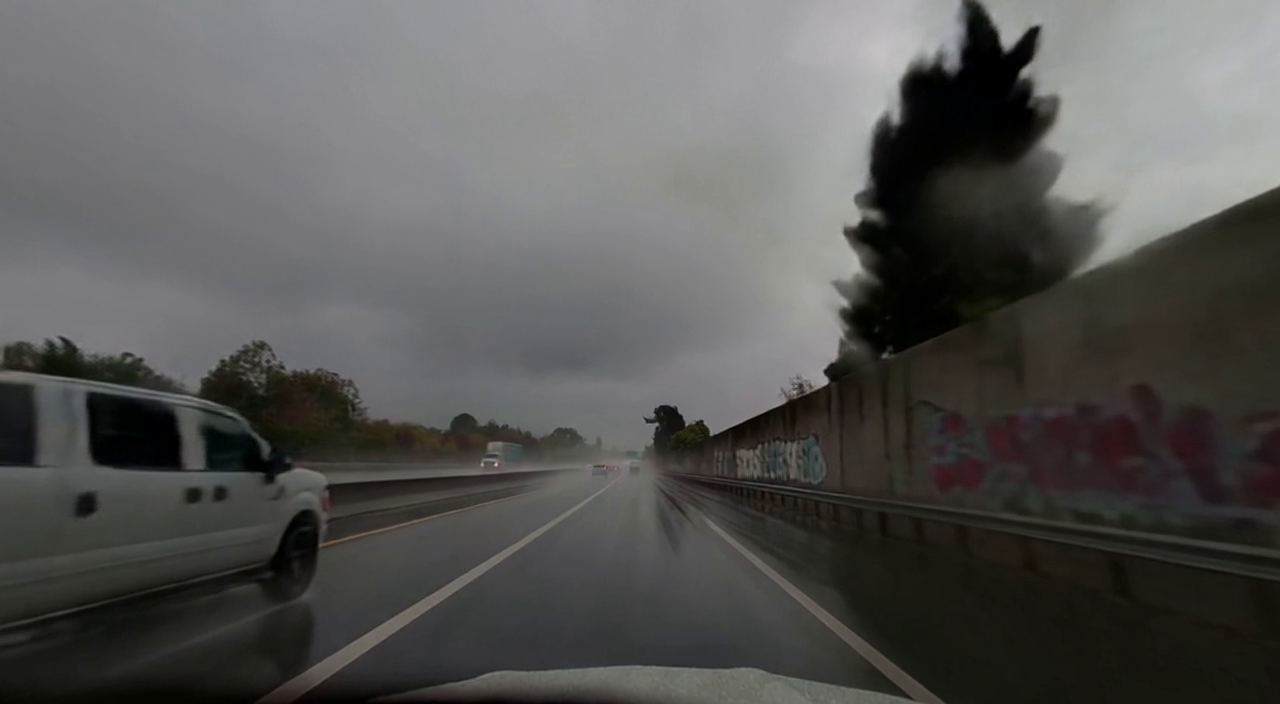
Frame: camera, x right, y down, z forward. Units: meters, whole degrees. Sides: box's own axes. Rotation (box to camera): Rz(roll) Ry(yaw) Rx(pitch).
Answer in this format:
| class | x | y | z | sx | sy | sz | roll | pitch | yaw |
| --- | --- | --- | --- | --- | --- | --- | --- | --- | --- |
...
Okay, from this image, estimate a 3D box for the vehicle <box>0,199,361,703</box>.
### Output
| class | x | y | z | sx | sy | sz | roll | pitch | yaw |
| --- | --- | --- | --- | --- | --- | --- | --- | --- | --- |
| vehicle | -4.272 | 0.637 | 3.557 | 2.597 | 2.434 | 6.020 | 1 | -11 | 0 |
